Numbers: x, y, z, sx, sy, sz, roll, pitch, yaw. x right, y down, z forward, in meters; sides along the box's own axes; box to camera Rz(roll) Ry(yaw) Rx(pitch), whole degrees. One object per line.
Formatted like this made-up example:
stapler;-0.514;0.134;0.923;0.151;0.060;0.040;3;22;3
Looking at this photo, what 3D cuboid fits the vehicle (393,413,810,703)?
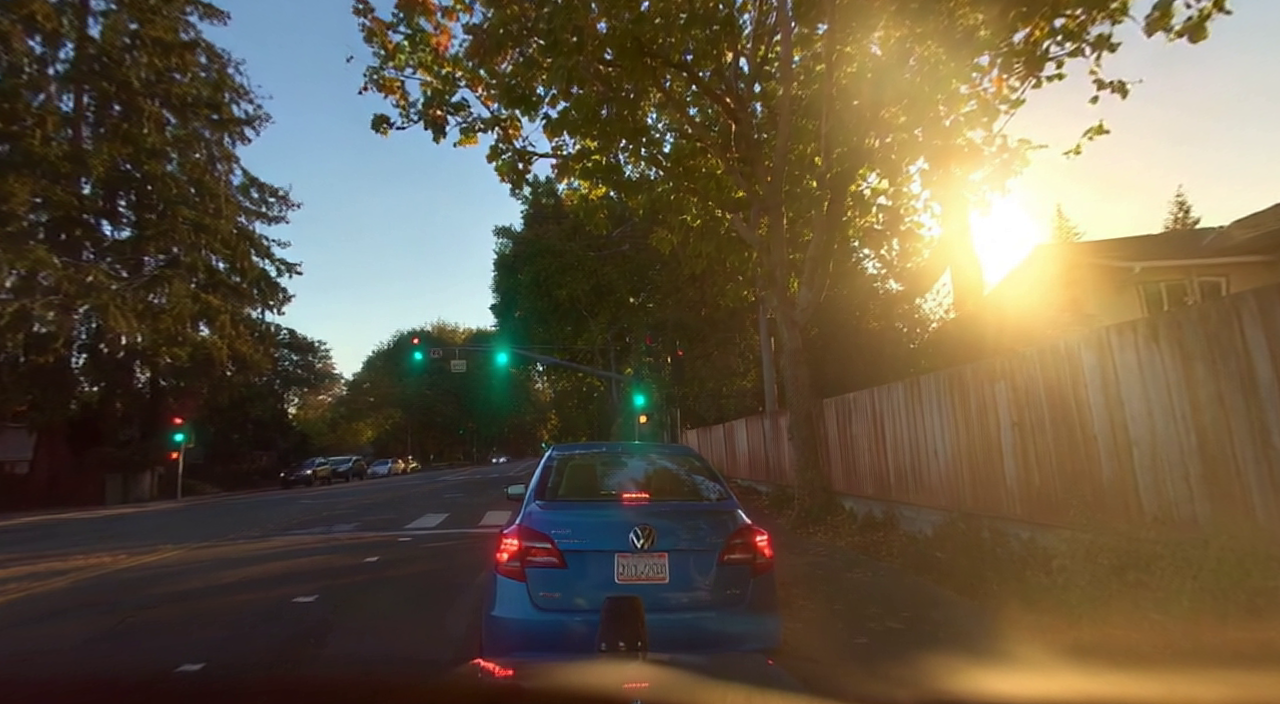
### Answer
vehicle;-0.373;1.334;4.974;2.024;1.502;3.702;1;-9;-7
